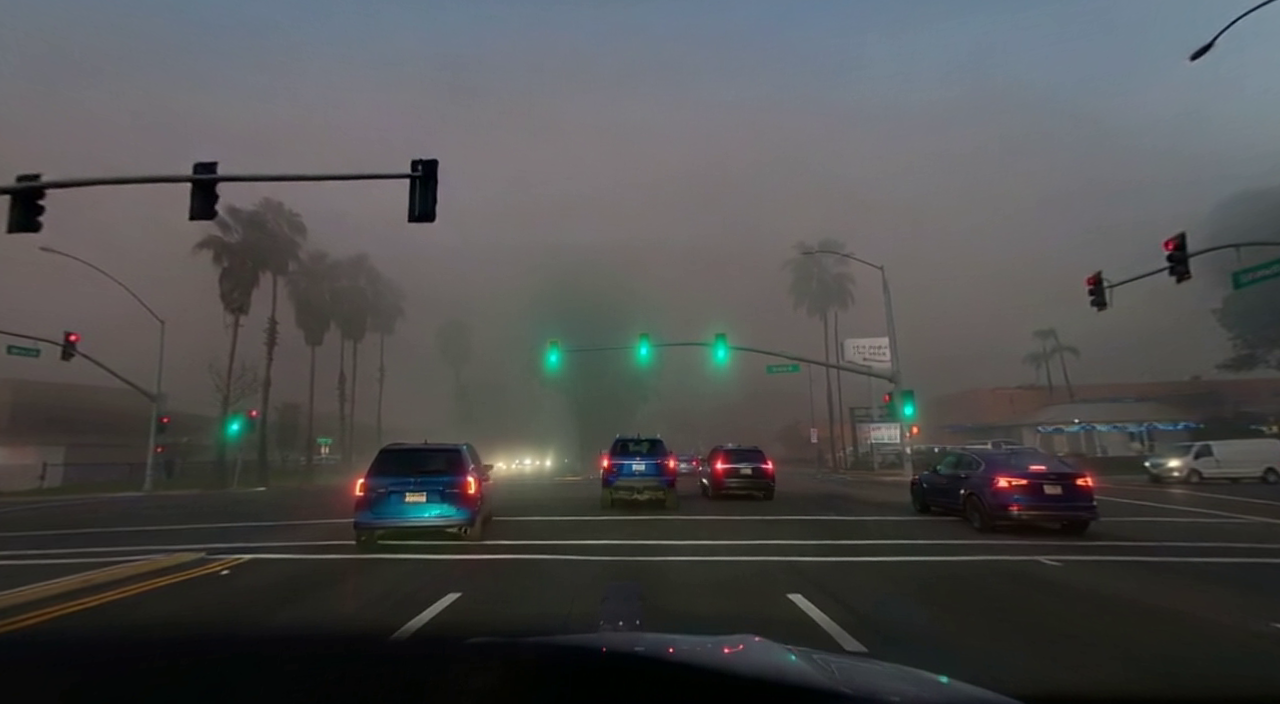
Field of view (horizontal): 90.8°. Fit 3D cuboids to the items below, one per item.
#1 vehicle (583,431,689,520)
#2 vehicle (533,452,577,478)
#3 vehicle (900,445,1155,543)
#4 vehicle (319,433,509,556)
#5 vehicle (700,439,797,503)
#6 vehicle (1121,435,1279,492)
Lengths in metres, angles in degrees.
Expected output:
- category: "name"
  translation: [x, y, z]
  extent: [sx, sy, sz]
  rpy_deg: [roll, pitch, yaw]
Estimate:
- category: "vehicle"
  translation: [-0.142, 2.820, 14.958]
  extent: [2.151, 1.787, 4.109]
  rpy_deg: [0, -9, -2]
- category: "vehicle"
  translation: [-5.109, 6.839, 38.450]
  extent: [2.030, 1.441, 4.324]
  rpy_deg: [-1, -9, 1]
- category: "vehicle"
  translation: [6.789, 2.485, 11.791]
  extent: [1.944, 1.447, 4.309]
  rpy_deg: [0, -9, -1]
- category: "vehicle"
  translation: [-3.582, 2.307, 11.044]
  extent: [2.201, 1.644, 4.465]
  rpy_deg: [1, -9, -8]
- category: "vehicle"
  translation: [3.179, 3.595, 19.537]
  extent: [2.112, 1.710, 4.234]
  rpy_deg: [0, -9, -2]
- category: "vehicle"
  translation: [19.876, 3.772, 21.590]
  extent: [5.053, 1.787, 2.168]
  rpy_deg: [0, -9, -1]
